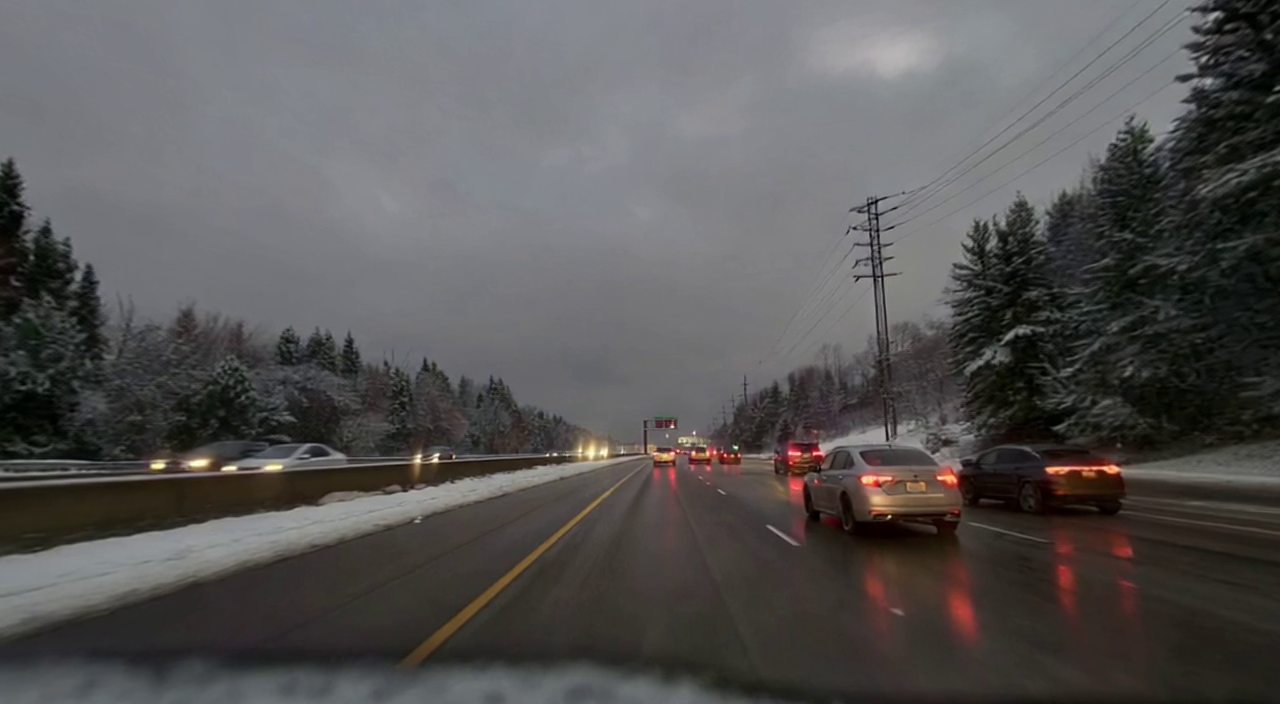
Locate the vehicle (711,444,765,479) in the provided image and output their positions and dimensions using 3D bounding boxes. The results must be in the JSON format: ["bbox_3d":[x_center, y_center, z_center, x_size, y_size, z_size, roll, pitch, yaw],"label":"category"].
[{"bbox_3d":[4.460,5.027,29.285,1.936,1.465,4.060,0,-8,2],"label":"vehicle"}]

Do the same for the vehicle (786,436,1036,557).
[{"bbox_3d":[3.853,2.111,10.032,1.986,1.478,4.429,0,-8,0],"label":"vehicle"}]

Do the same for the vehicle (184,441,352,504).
[{"bbox_3d":[-10.017,3.241,17.452,1.906,1.508,4.232,0,-8,3],"label":"vehicle"}]

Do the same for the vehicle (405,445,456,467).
[{"bbox_3d":[-15.955,7.928,48.296,2.022,1.618,4.617,-1,-8,3],"label":"vehicle"}]

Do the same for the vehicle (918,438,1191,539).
[{"bbox_3d":[7.170,2.367,11.719,1.937,1.477,4.696,0,-8,1],"label":"vehicle"}]

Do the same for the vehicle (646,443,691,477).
[{"bbox_3d":[1.364,5.239,30.871,2.042,1.581,3.769,0,-8,2],"label":"vehicle"}]
